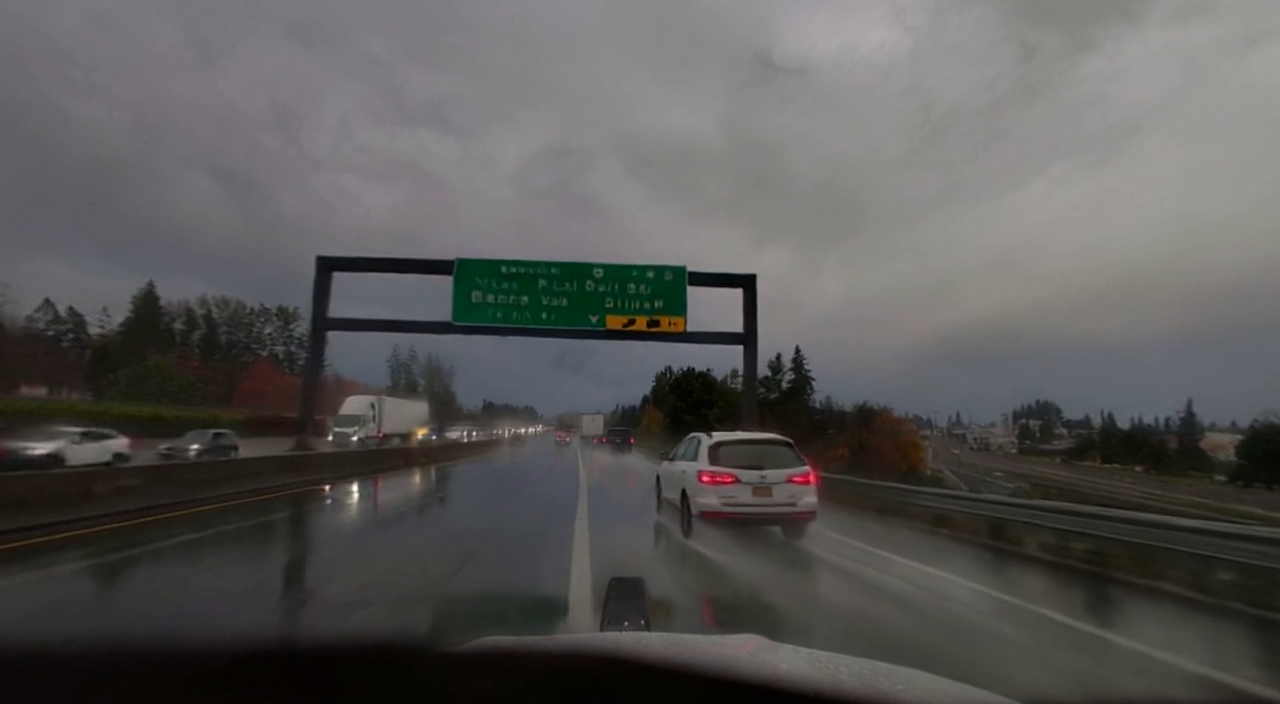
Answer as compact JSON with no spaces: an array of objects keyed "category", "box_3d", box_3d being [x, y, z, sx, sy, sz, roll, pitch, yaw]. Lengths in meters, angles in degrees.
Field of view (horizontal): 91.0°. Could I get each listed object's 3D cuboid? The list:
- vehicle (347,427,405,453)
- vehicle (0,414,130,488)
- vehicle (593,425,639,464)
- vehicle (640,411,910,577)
[{"category":"vehicle","box_3d":[-16.180,5.451,38.793,1.921,1.507,4.664,0,-8,-6]},{"category":"vehicle","box_3d":[-13.431,2.142,13.736,1.853,1.406,3.495,1,-8,-6]},{"category":"vehicle","box_3d":[-1.441,5.161,35.209,2.207,1.937,5.610,1,-8,-6]},{"category":"vehicle","box_3d":[1.266,1.619,8.077,2.127,1.497,4.445,1,-8,-5]}]
